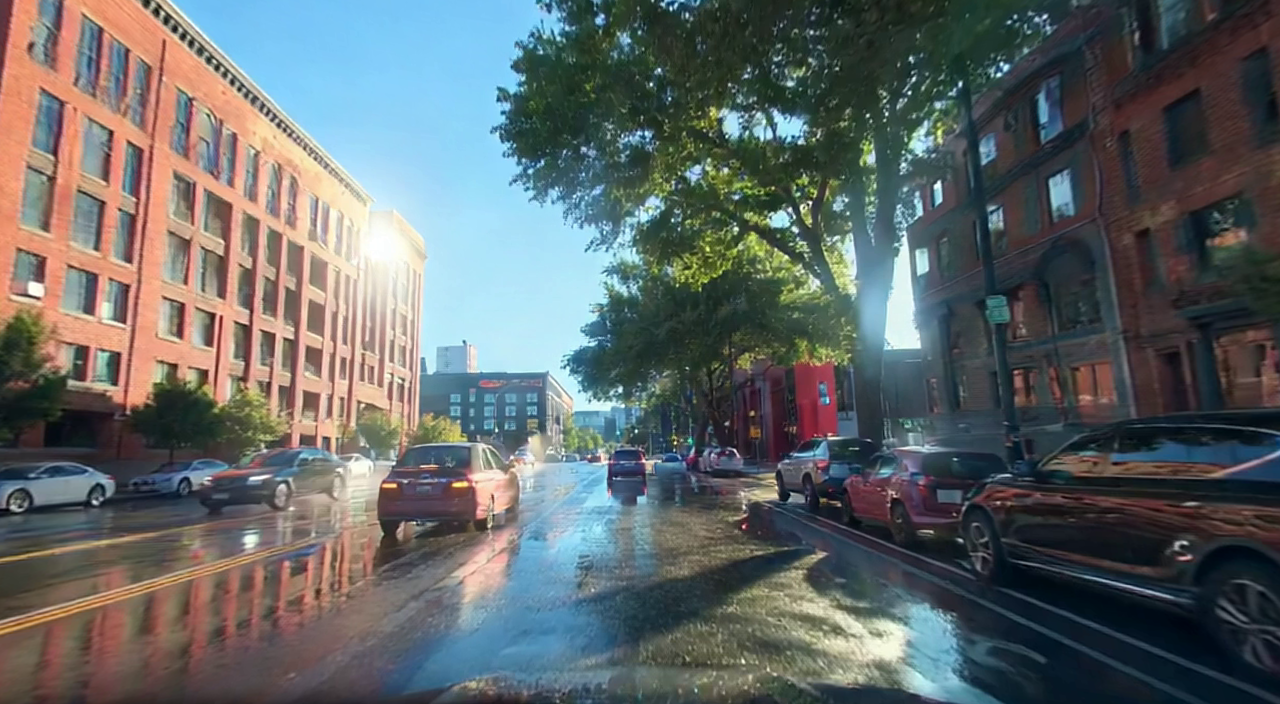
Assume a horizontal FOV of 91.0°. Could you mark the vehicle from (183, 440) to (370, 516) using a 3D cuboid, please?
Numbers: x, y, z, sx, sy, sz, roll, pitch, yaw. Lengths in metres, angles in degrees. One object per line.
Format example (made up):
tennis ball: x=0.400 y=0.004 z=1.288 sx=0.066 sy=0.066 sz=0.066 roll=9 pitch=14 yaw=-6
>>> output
vehicle: x=-9.541 y=3.316 z=17.142 sx=2.186 sy=1.745 sz=4.693 roll=0 pitch=-9 yaw=1

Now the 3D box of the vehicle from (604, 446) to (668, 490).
vehicle: x=-0.181 y=4.376 z=24.081 sx=2.230 sy=1.518 sz=4.113 roll=1 pitch=-9 yaw=-1

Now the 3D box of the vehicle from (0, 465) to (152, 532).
vehicle: x=-17.765 y=4.252 z=18.776 sx=2.181 sy=1.579 sz=5.185 roll=0 pitch=-9 yaw=2

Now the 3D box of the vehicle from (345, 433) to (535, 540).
vehicle: x=-3.361 y=2.359 z=11.735 sx=1.934 sy=1.548 sz=4.635 roll=0 pitch=-9 yaw=1

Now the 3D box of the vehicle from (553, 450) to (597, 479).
vehicle: x=-3.698 y=6.470 z=36.584 sx=1.972 sy=1.560 sz=4.066 roll=0 pitch=-9 yaw=2

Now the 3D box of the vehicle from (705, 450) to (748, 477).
vehicle: x=5.000 y=6.468 z=36.745 sx=1.832 sy=1.491 sz=4.054 roll=1 pitch=-9 yaw=-1

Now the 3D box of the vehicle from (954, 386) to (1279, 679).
vehicle: x=4.801 y=1.245 z=4.775 sx=2.001 sy=1.742 sz=4.996 roll=1 pitch=-9 yaw=-3
